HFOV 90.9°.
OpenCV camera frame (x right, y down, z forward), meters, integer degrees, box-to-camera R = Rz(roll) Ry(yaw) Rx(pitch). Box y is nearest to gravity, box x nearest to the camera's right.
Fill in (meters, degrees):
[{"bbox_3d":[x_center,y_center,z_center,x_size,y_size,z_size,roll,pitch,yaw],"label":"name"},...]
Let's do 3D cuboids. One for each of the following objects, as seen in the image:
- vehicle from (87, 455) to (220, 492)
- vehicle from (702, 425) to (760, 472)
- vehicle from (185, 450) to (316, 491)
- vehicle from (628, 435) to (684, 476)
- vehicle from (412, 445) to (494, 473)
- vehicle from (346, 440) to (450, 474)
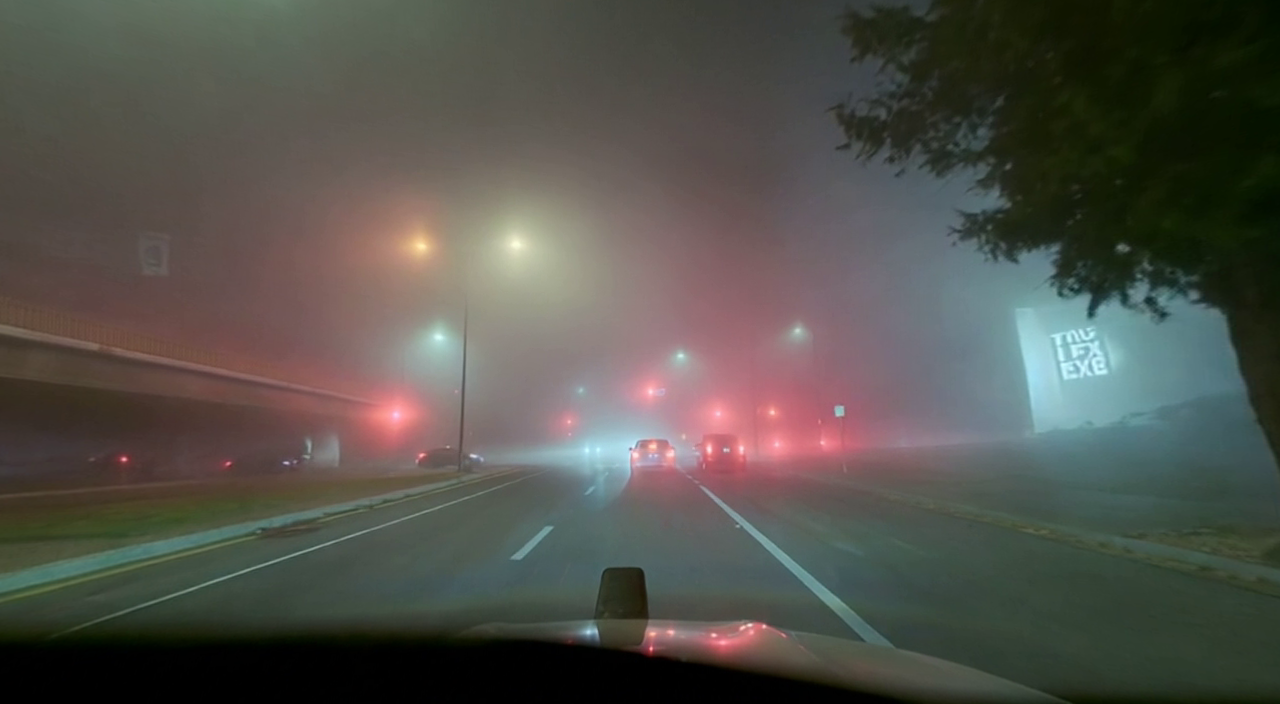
[{"bbox_3d":[-21.889,5.433,28.554,1.873,1.462,4.283,-5,-10,29],"label":"vehicle"},{"bbox_3d":[4.196,4.533,29.769,2.080,1.999,4.379,0,-8,0],"label":"vehicle"},{"bbox_3d":[-17.277,5.238,28.226,1.832,1.611,4.546,-5,-10,30],"label":"vehicle"},{"bbox_3d":[0.604,4.159,25.576,2.101,1.467,4.210,0,-8,0],"label":"vehicle"},{"bbox_3d":[-11.027,6.310,37.394,1.860,1.543,4.302,-7,-11,38],"label":"vehicle"},{"bbox_3d":[-14.826,6.420,38.984,2.322,1.916,5.640,-6,-10,33],"label":"vehicle"}]
